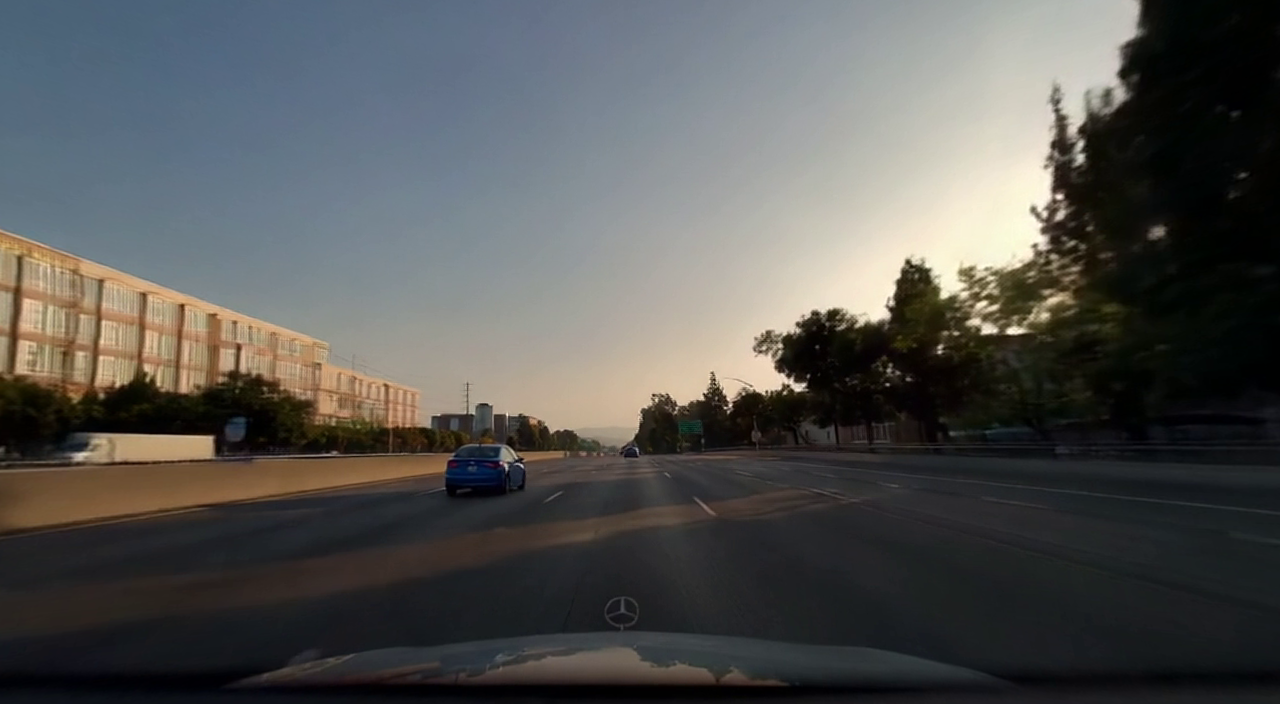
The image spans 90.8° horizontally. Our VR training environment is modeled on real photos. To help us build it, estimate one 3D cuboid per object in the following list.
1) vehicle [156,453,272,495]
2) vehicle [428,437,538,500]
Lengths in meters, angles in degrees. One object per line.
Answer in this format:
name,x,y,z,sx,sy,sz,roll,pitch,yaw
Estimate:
vehicle,-17.735,5.067,26.598,1.920,1.540,4.259,0,-9,0
vehicle,-4.131,3.127,17.441,1.900,1.492,4.495,0,-9,0
